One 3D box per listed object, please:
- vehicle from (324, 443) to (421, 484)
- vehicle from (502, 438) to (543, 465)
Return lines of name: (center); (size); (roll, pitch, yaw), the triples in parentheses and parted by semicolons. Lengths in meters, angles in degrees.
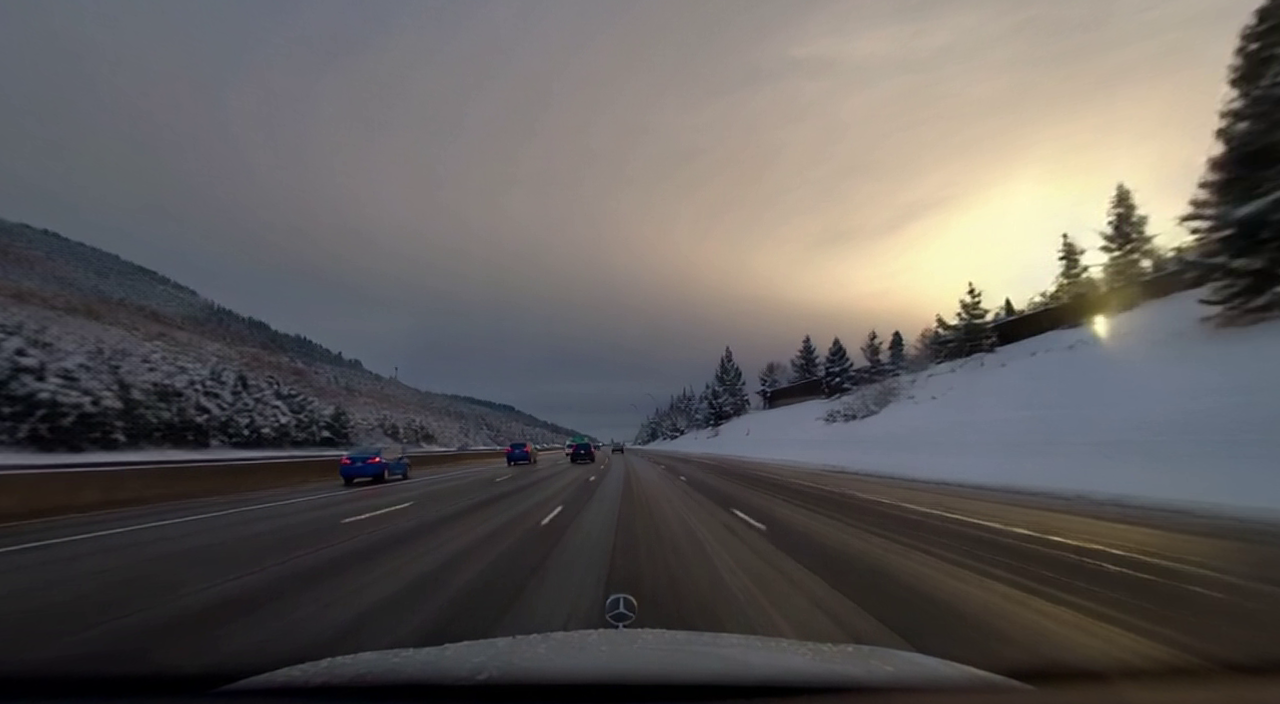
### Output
vehicle: (-10.667, 4.452, 25.652); (1.949, 1.475, 4.740); (0, -8, -1)
vehicle: (-8.156, 6.960, 44.241); (2.074, 1.768, 4.805); (0, -8, -2)
